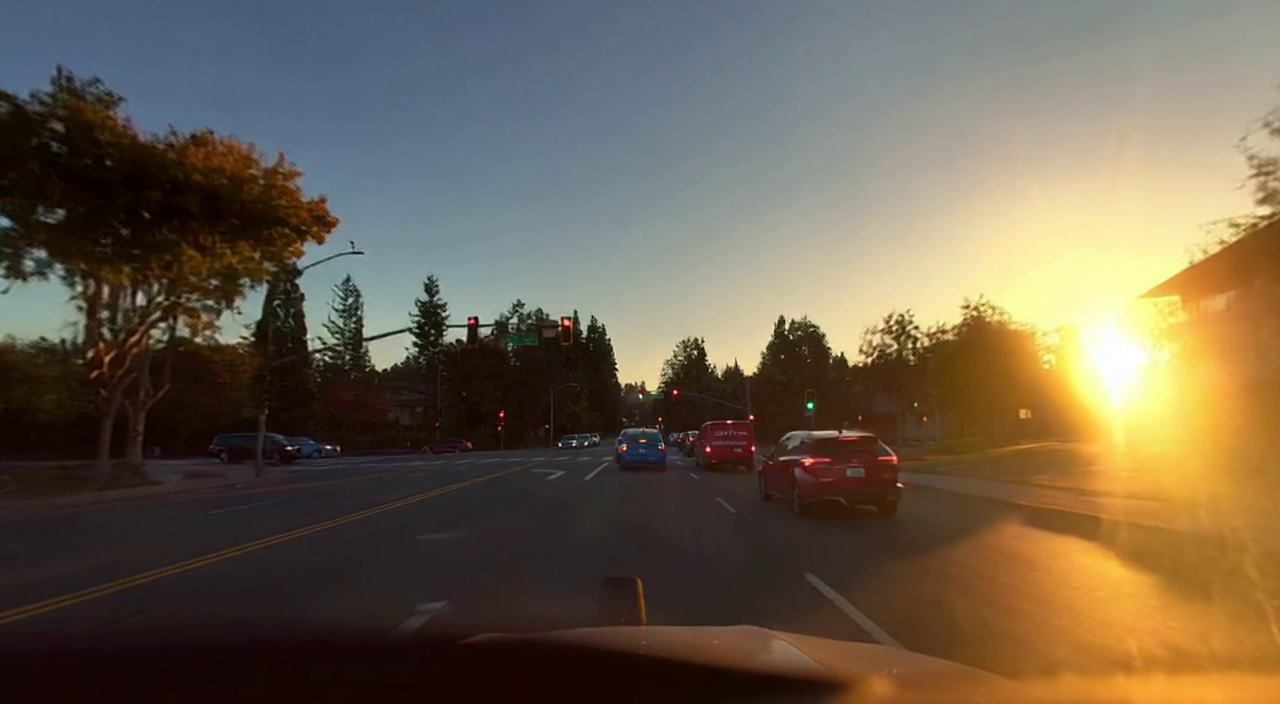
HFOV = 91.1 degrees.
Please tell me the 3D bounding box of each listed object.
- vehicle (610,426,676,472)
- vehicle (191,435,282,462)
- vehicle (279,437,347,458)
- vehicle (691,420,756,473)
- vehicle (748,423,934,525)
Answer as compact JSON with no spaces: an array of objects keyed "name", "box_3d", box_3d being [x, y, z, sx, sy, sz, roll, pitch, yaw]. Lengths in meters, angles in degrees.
[{"name":"vehicle","box_3d":[0.157,3.745,24.345,2.321,1.624,4.367,0,-9,1]},{"name":"vehicle","box_3d":[-28.035,6.709,43.741,4.757,1.841,2.121,1,-9,-7]},{"name":"vehicle","box_3d":[-24.931,7.294,47.939,4.073,1.603,1.920,1,-9,-8]},{"name":"vehicle","box_3d":[3.250,3.796,25.298,2.059,1.924,4.257,0,-9,0]},{"name":"vehicle","box_3d":[3.414,2.178,11.745,1.934,1.506,4.544,0,-9,-1]}]
